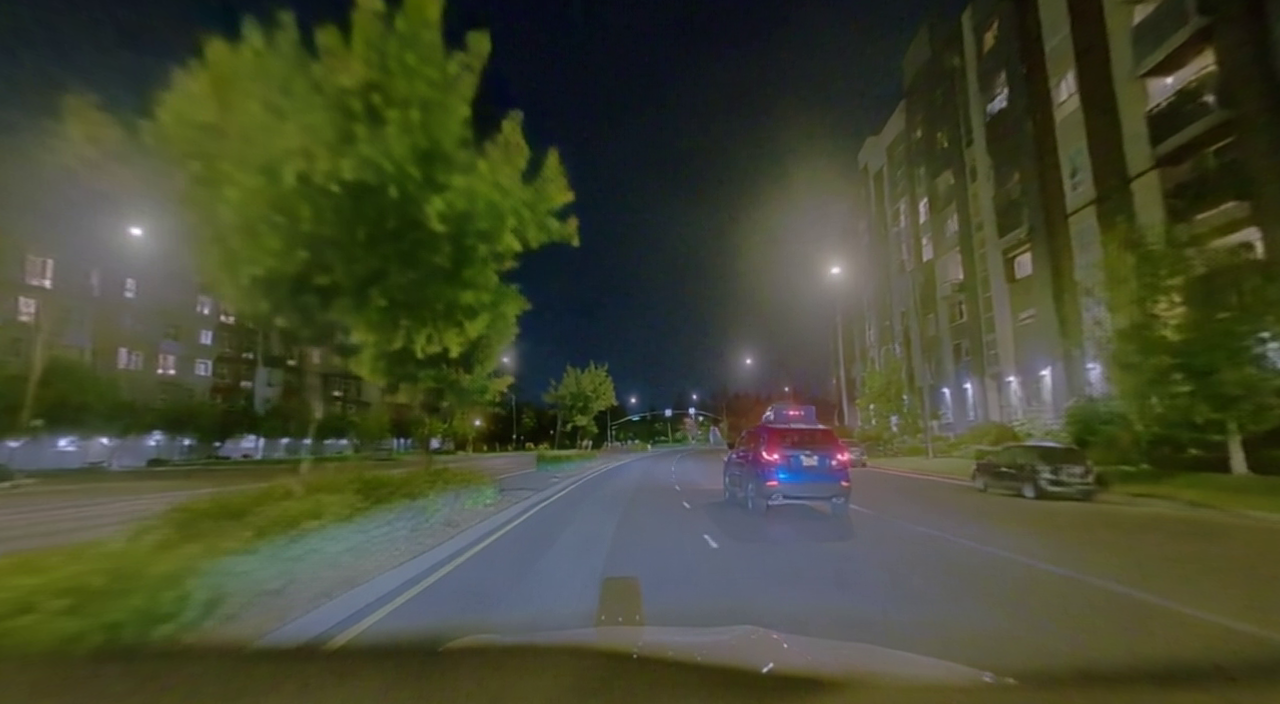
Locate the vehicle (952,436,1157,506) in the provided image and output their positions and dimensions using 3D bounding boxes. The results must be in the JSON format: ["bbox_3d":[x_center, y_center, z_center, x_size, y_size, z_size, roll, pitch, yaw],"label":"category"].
[{"bbox_3d":[9.977,2.875,15.795,1.893,1.469,4.615,0,-9,-2],"label":"vehicle"}]

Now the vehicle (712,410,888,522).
[{"bbox_3d":[2.866,2.194,12.615,2.215,1.812,4.569,0,-9,-1],"label":"vehicle"}]
